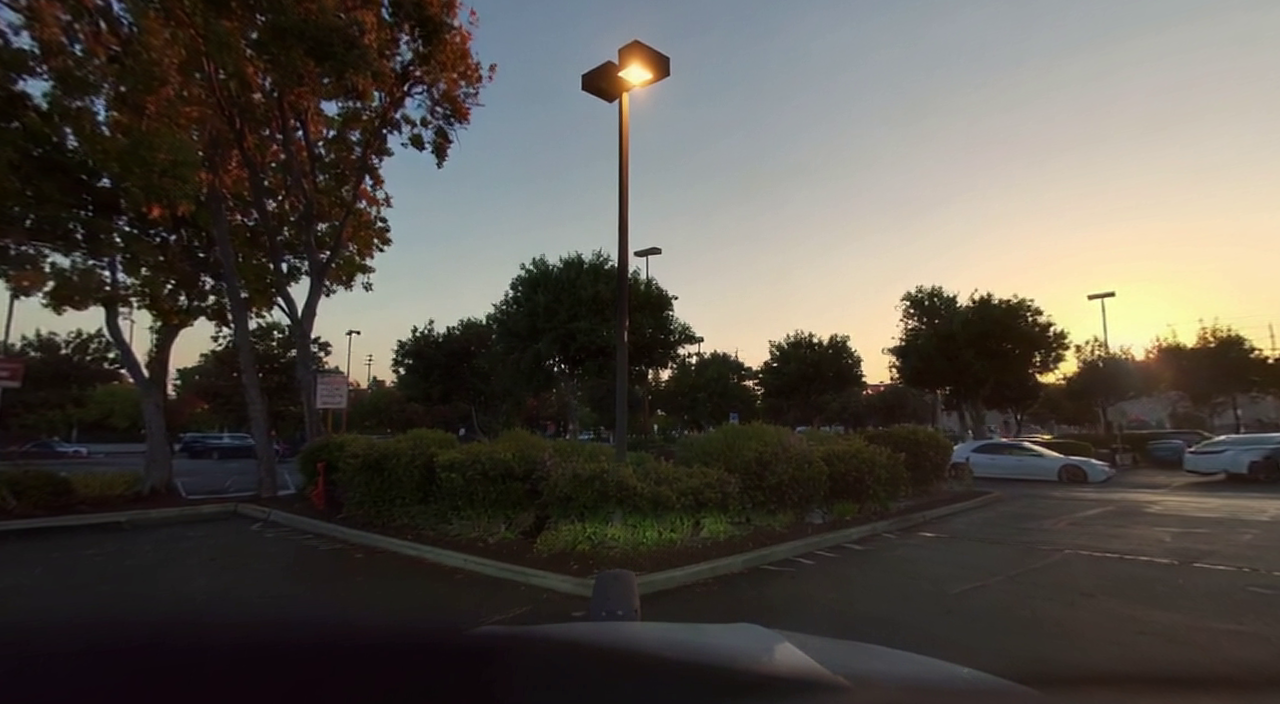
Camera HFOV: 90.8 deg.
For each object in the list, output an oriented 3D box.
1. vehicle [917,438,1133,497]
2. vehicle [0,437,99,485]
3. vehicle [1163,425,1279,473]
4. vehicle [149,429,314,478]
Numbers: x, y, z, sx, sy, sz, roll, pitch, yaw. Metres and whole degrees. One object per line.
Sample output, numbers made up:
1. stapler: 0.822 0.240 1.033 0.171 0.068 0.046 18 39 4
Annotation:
1. vehicle: 10.671 3.175 17.792 4.772 1.441 1.976 -8 -12 43
2. vehicle: -19.421 3.329 19.335 1.790 1.396 4.000 -8 -11 40
3. vehicle: 23.439 3.706 24.218 4.939 1.664 2.055 -10 -10 42
4. vehicle: -15.210 3.781 23.749 1.921 1.632 4.752 -8 -11 42
